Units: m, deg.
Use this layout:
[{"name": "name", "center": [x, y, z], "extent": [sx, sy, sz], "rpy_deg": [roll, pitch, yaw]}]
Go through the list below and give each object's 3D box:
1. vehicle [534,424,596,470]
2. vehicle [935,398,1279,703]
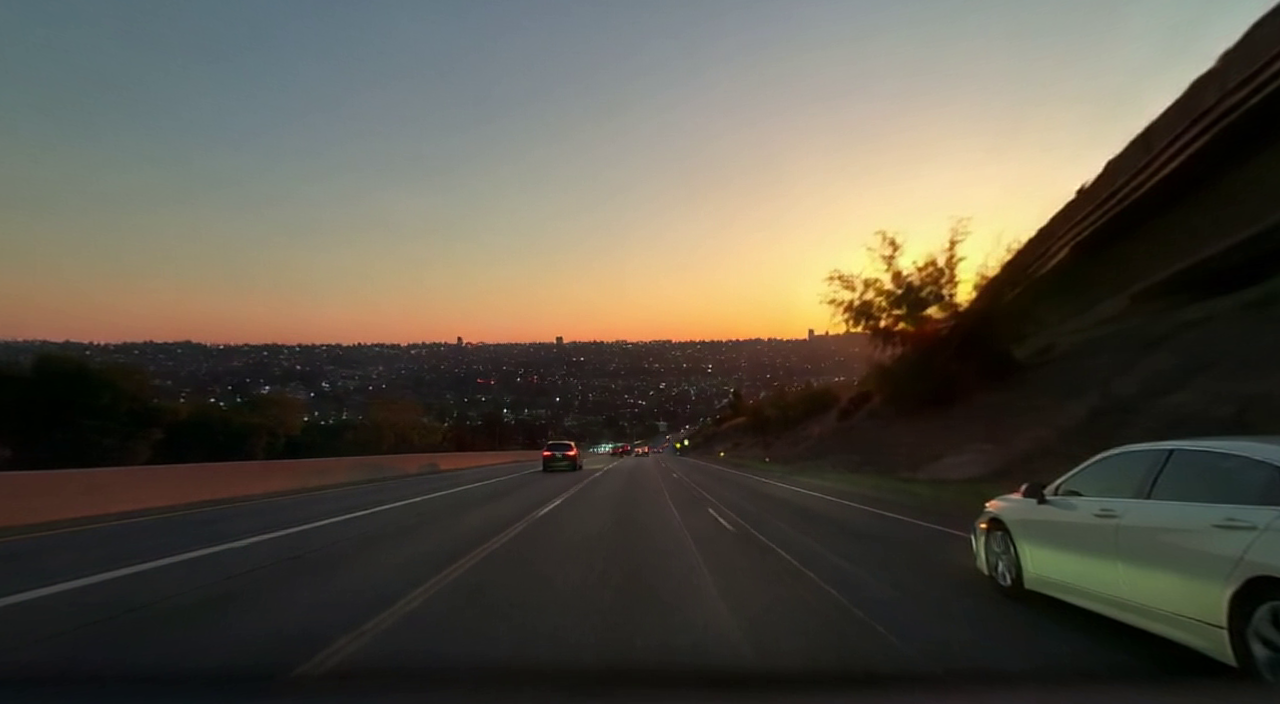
[{"name": "vehicle", "center": [-3.929, 5.154, 34.116], "extent": [2.496, 2.203, 6.317], "rpy_deg": [0, -9, 1]}, {"name": "vehicle", "center": [3.600, 1.034, 2.986], "extent": [2.047, 1.532, 4.884], "rpy_deg": [0, -9, 0]}]
